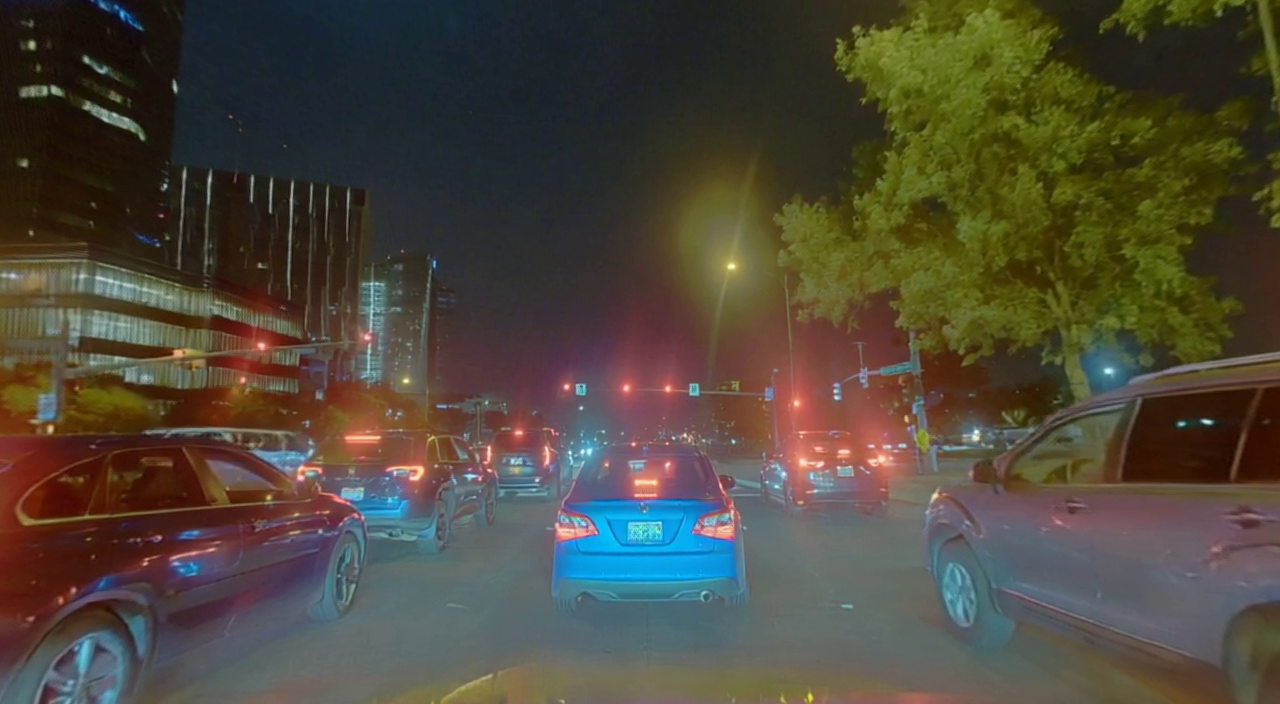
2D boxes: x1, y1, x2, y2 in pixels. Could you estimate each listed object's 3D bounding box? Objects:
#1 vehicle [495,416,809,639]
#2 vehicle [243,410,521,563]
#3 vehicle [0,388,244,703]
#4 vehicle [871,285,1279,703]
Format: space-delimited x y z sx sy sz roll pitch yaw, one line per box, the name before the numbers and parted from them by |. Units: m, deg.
vehicle | 0.079 1.508 6.382 2.147 1.507 3.953 0 -8 0
vehicle | -3.370 1.869 9.498 2.168 1.719 4.561 -1 -9 1
vehicle | -3.399 0.742 1.237 2.144 1.505 4.635 -1 -8 1
vehicle | 3.049 0.862 3.124 2.108 1.785 4.334 0 -9 0
